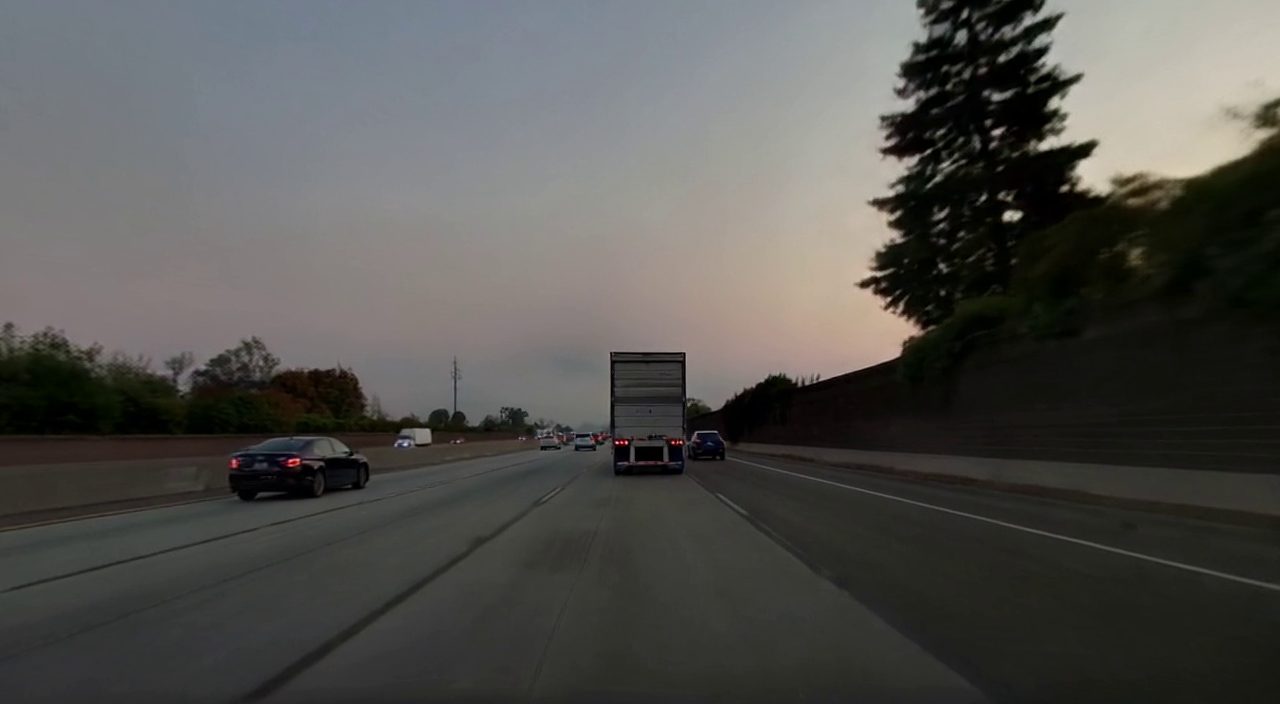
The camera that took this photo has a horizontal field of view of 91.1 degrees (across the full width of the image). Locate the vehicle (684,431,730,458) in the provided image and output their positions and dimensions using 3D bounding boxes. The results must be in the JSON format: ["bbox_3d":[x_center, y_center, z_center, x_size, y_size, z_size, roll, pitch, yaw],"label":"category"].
[{"bbox_3d":[3.920,5.507,37.682,2.044,1.508,4.716,0,-8,-2],"label":"vehicle"}]

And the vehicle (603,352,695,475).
[{"bbox_3d":[0.061,2.645,25.313,2.904,3.915,10.473,0,-8,-2],"label":"vehicle"}]

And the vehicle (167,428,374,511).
[{"bbox_3d":[-7.651,2.434,13.585,2.059,1.500,4.001,0,-8,-1],"label":"vehicle"}]

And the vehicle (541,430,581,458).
[{"bbox_3d":[-5.001,5.877,40.370,2.134,1.650,4.133,0,-8,-1],"label":"vehicle"}]

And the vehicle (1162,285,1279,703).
[{"bbox_3d":[3.668,0.385,0.568,2.118,1.832,4.901,0,-8,-1],"label":"vehicle"}]
